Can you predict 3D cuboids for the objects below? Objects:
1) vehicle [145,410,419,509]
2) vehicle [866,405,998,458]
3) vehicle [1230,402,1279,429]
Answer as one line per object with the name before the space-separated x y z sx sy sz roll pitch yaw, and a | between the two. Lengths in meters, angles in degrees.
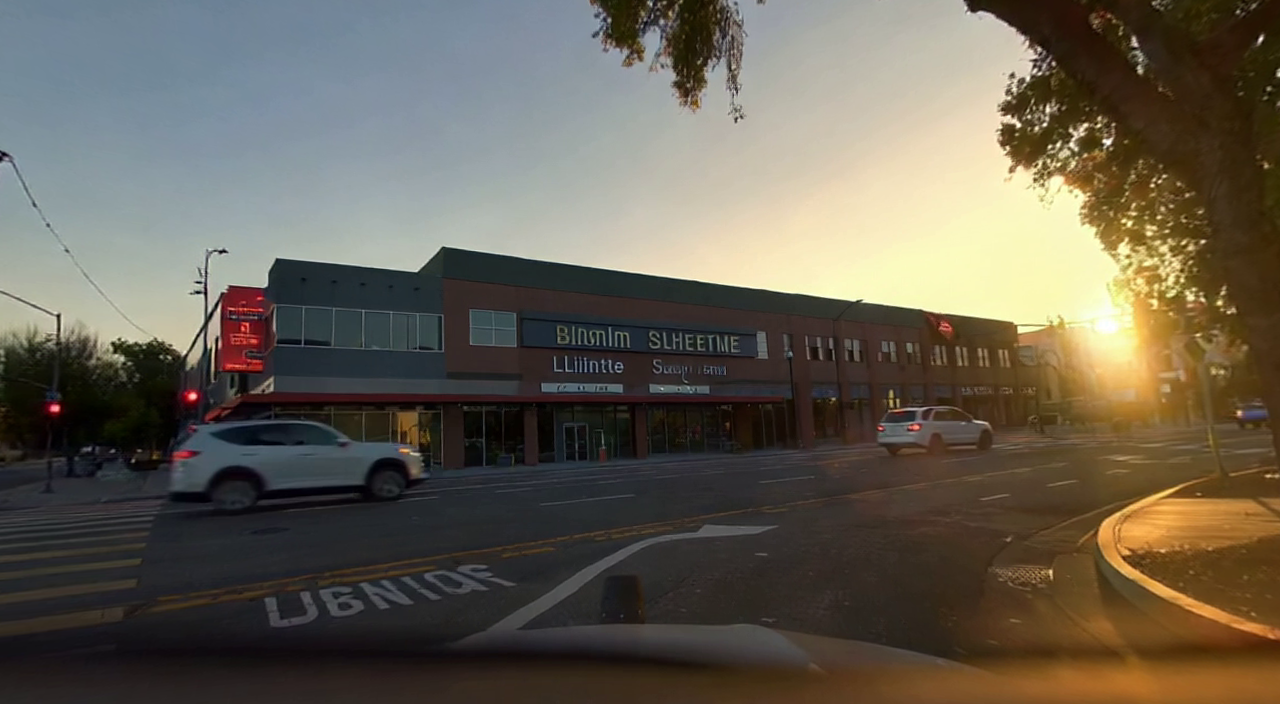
vehicle | -7.465 2.255 13.556 4.689 1.758 2.146 6 -10 -33
vehicle | 9.920 2.742 21.391 4.377 1.624 1.953 6 -10 -34
vehicle | 43.855 4.545 44.658 4.509 1.691 1.983 6 -10 -34
